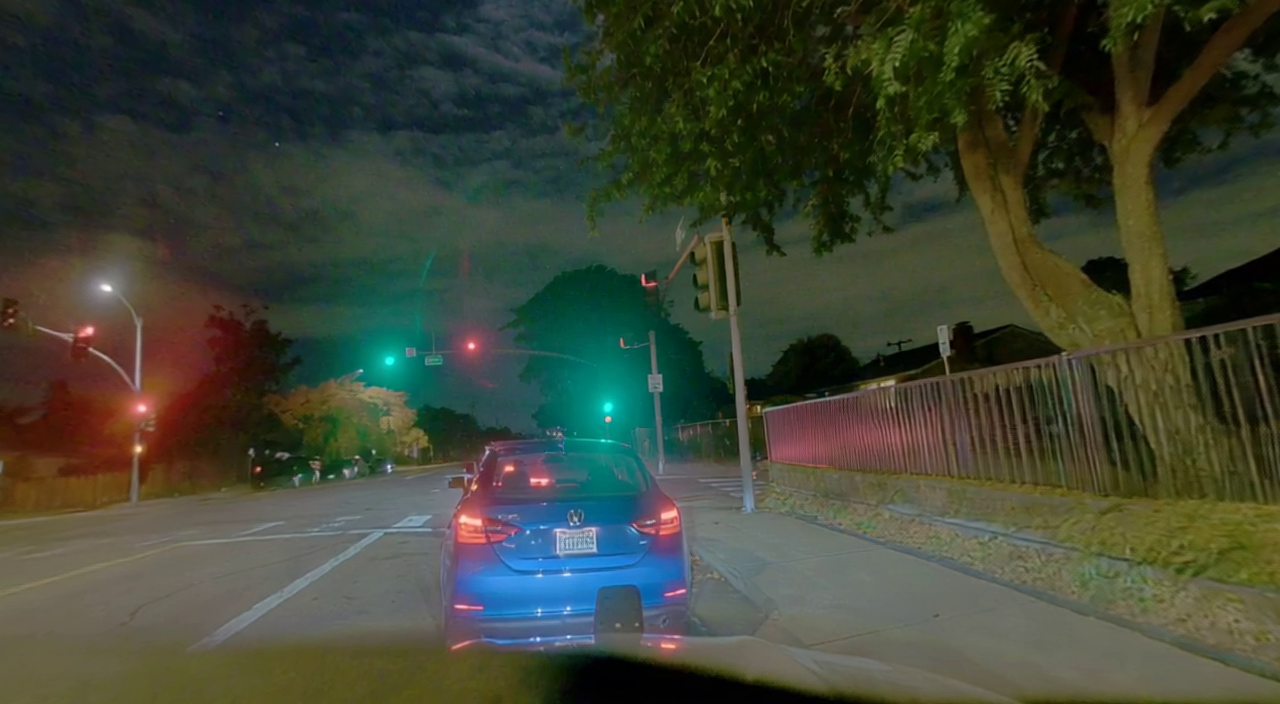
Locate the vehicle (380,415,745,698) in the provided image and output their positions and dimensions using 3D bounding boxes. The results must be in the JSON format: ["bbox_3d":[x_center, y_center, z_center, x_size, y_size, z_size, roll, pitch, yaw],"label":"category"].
[{"bbox_3d":[-0.680,1.393,5.444,2.024,1.502,3.702,1,-9,-9],"label":"vehicle"}]
